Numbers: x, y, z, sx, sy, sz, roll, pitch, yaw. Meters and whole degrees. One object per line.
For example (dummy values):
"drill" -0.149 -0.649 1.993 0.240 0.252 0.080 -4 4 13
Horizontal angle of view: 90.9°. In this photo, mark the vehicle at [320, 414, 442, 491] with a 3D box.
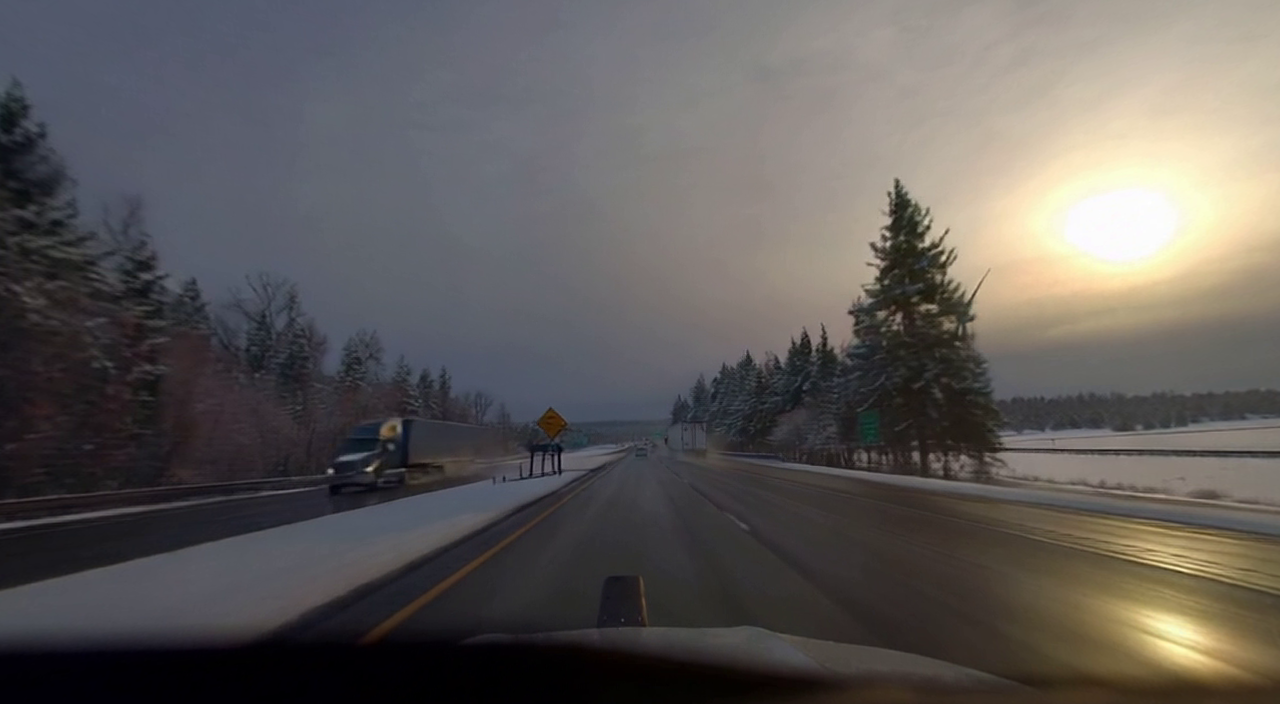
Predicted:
"vehicle" -12.753 5.073 31.882 2.829 3.363 7.469 0 -9 1
